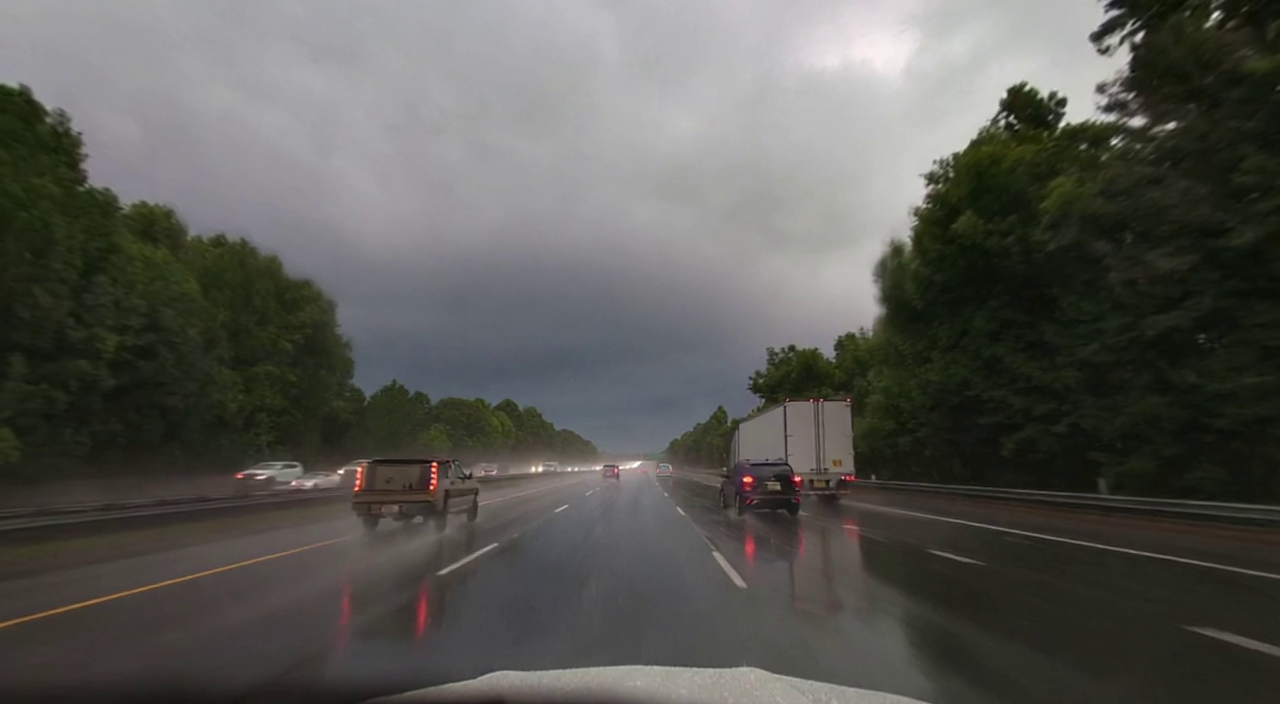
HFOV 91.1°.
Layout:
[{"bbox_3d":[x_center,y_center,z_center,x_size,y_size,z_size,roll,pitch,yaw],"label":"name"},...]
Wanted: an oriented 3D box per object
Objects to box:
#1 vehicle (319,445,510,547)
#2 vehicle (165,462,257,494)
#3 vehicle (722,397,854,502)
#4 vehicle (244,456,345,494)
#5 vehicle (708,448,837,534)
[{"bbox_3d":[-3.970,2.636,11.983,2.025,1.547,4.150,1,-10,1],"label":"vehicle"},{"bbox_3d":[-23.153,6.812,34.099,1.963,1.602,4.151,1,-10,0],"label":"vehicle"},{"bbox_3d":[7.031,5.451,33.787,2.883,4.151,17.144,1,-10,0],"label":"vehicle"},{"bbox_3d":[-15.500,5.535,28.516,1.944,1.539,4.598,1,-10,0],"label":"vehicle"},{"bbox_3d":[2.956,3.252,15.161,2.050,1.708,4.457,1,-10,-1],"label":"vehicle"}]
